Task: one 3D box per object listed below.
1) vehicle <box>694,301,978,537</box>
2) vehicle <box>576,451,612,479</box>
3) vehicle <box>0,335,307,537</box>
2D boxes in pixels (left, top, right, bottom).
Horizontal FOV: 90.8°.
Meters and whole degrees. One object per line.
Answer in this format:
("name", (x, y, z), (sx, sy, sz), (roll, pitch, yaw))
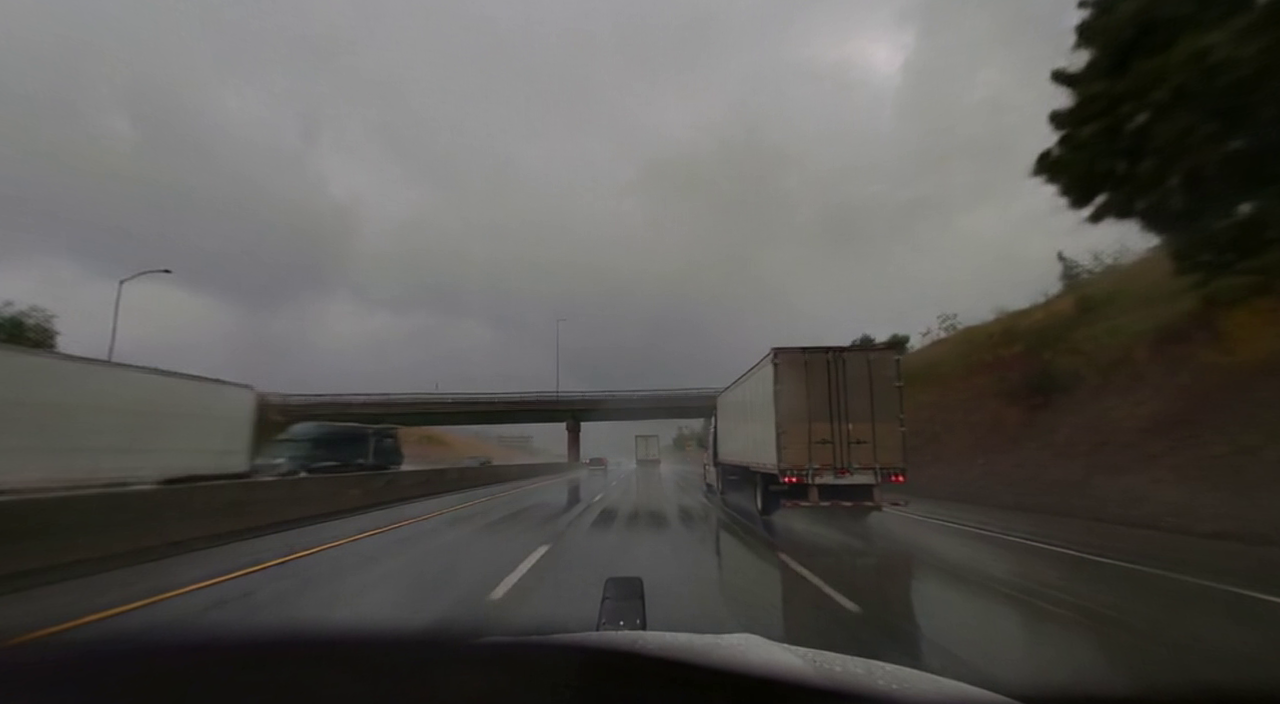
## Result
("vehicle", (4.019, 2.379, 19.134), (3.131, 4.037, 16.729), (0, -9, -1))
("vehicle", (-2.869, 7.206, 40.393), (2.007, 1.647, 3.854), (0, -9, 1))
("vehicle", (-14.757, 2.326, 16.753), (2.885, 4.151, 16.611), (0, -9, 0))
